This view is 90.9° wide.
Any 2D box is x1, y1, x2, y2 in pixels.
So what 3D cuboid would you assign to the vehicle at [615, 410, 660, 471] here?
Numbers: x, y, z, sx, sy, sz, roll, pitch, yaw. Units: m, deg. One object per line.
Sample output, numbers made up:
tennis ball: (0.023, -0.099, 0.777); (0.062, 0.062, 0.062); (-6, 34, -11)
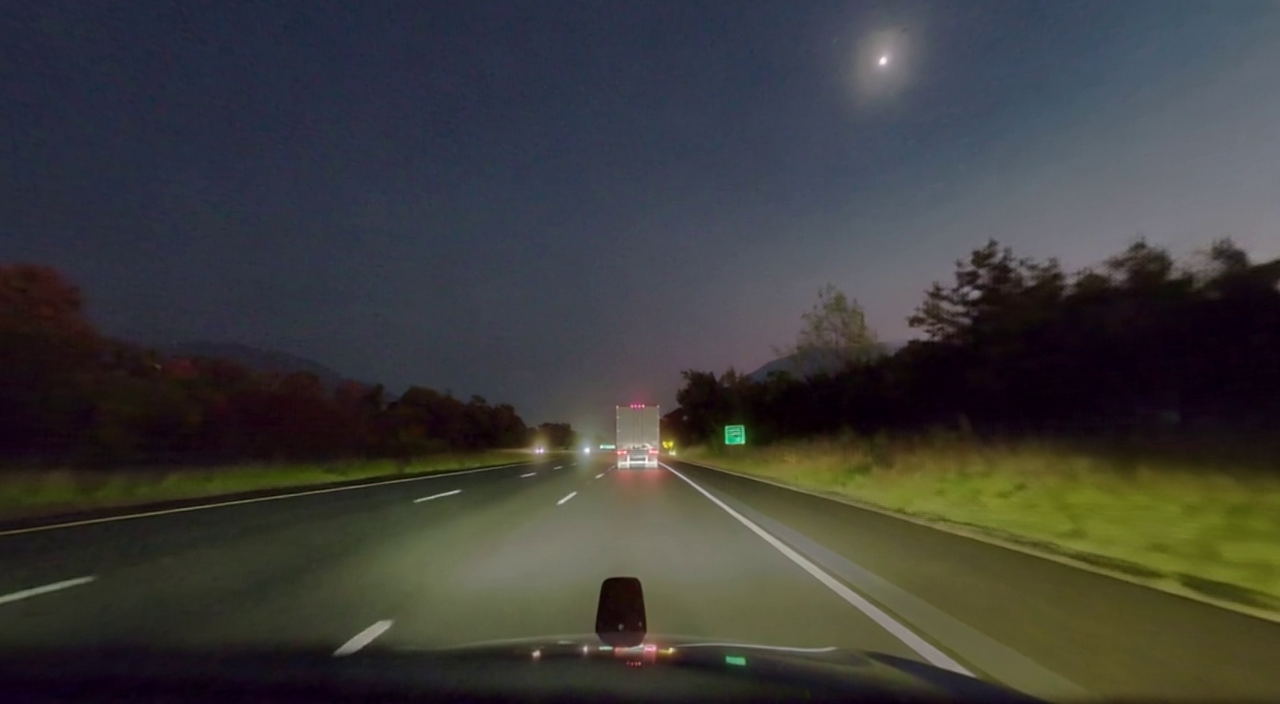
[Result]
vehicle: (-0.260, 6.637, 46.838); (2.982, 3.947, 11.075); (0, -9, -1)
